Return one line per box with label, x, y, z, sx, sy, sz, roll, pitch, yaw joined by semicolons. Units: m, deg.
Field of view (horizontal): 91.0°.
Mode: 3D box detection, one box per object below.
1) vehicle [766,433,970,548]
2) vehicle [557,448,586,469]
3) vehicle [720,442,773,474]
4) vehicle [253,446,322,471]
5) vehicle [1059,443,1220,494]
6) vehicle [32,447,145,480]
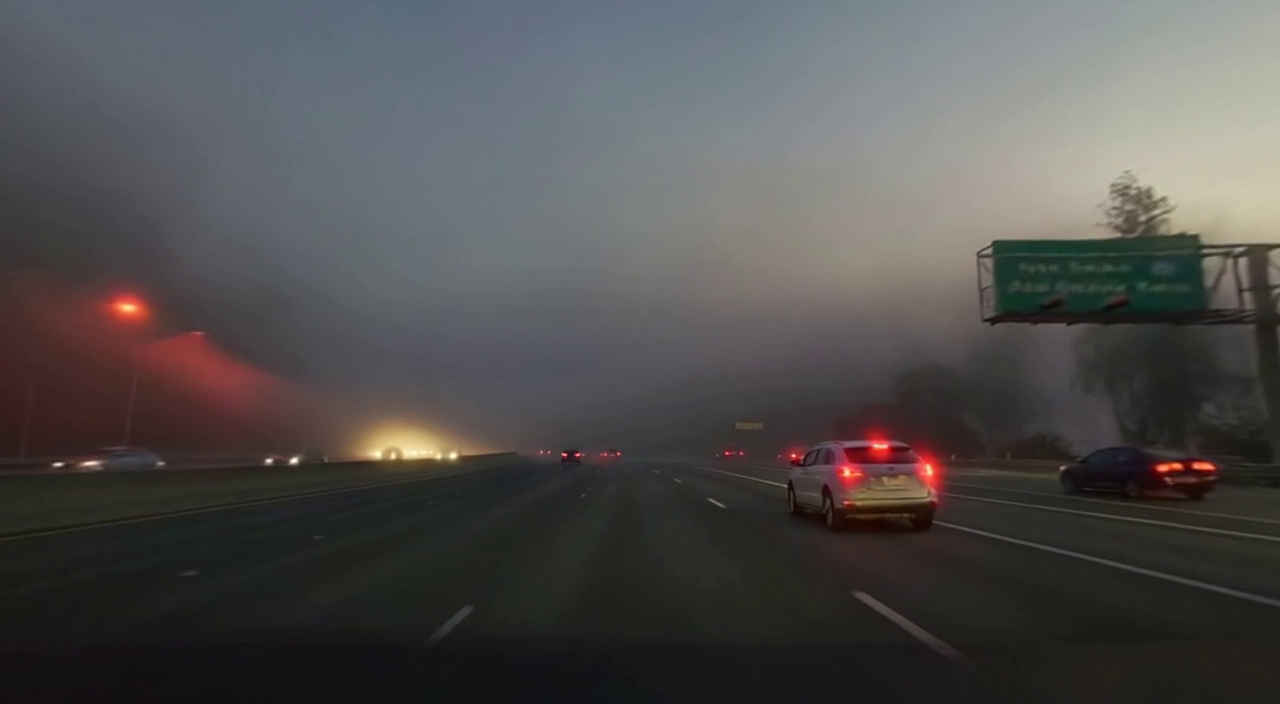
vehicle;3.531;2.207;10.653;1.975;1.562;3.823;0;-9;0
vehicle;-5.363;8.382;49.724;2.080;1.524;4.442;0;-9;-3
vehicle;6.326;6.339;37.910;2.167;1.793;4.683;0;-9;-2
vehicle;-25.252;7.638;45.395;2.170;1.723;5.110;0;-9;-2
vehicle;16.616;3.874;21.327;1.878;1.486;4.636;-1;-9;4
vehicle;-28.367;5.743;32.629;1.909;1.586;4.394;0;-9;-1
